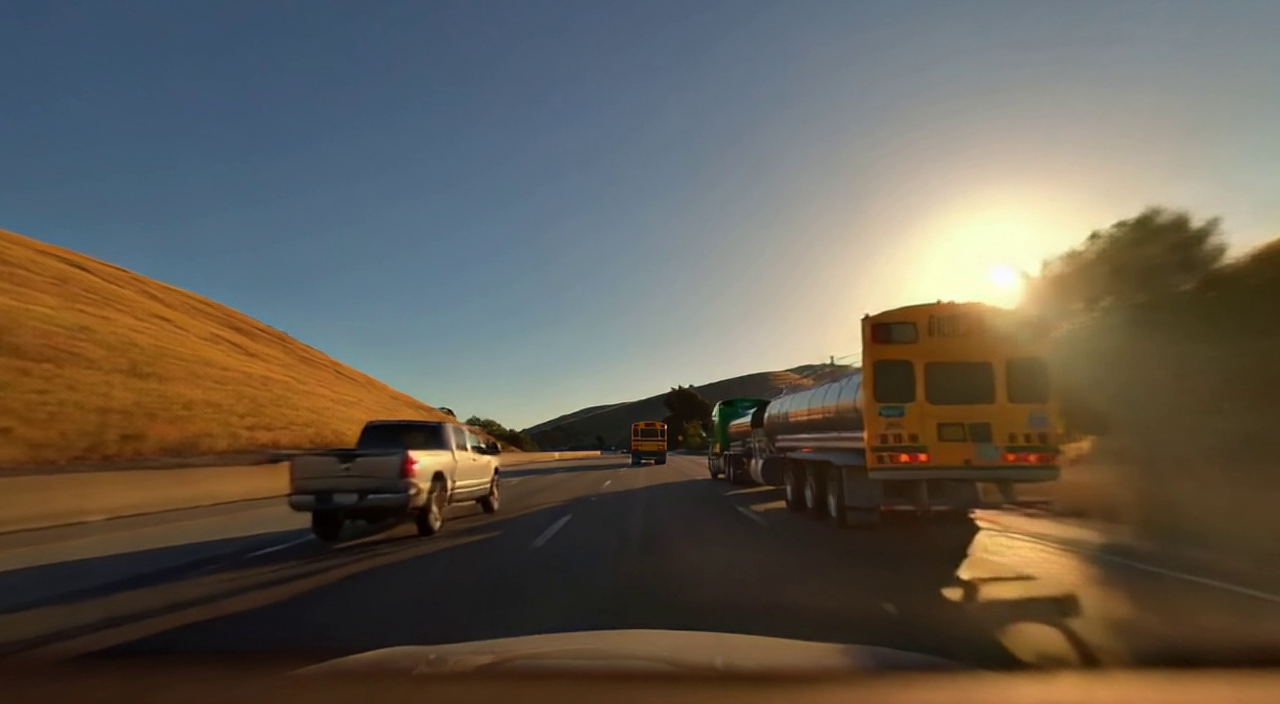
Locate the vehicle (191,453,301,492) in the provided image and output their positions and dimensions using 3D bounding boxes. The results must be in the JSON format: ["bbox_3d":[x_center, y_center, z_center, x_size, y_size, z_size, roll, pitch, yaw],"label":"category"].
[{"bbox_3d":[-17.161,5.228,27.782,1.887,1.475,4.533,0,-8,1],"label":"vehicle"}]

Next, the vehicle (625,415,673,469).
[{"bbox_3d":[0.572,6.302,43.971,2.948,3.265,10.569,0,-8,0],"label":"vehicle"}]

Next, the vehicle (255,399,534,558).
[{"bbox_3d":[-3.510,1.977,10.721,2.241,1.927,5.833,0,-8,2],"label":"vehicle"}]

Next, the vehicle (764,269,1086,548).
[{"bbox_3d":[4.404,1.203,11.863,2.716,3.705,7.018,0,-8,0],"label":"vehicle"}]
